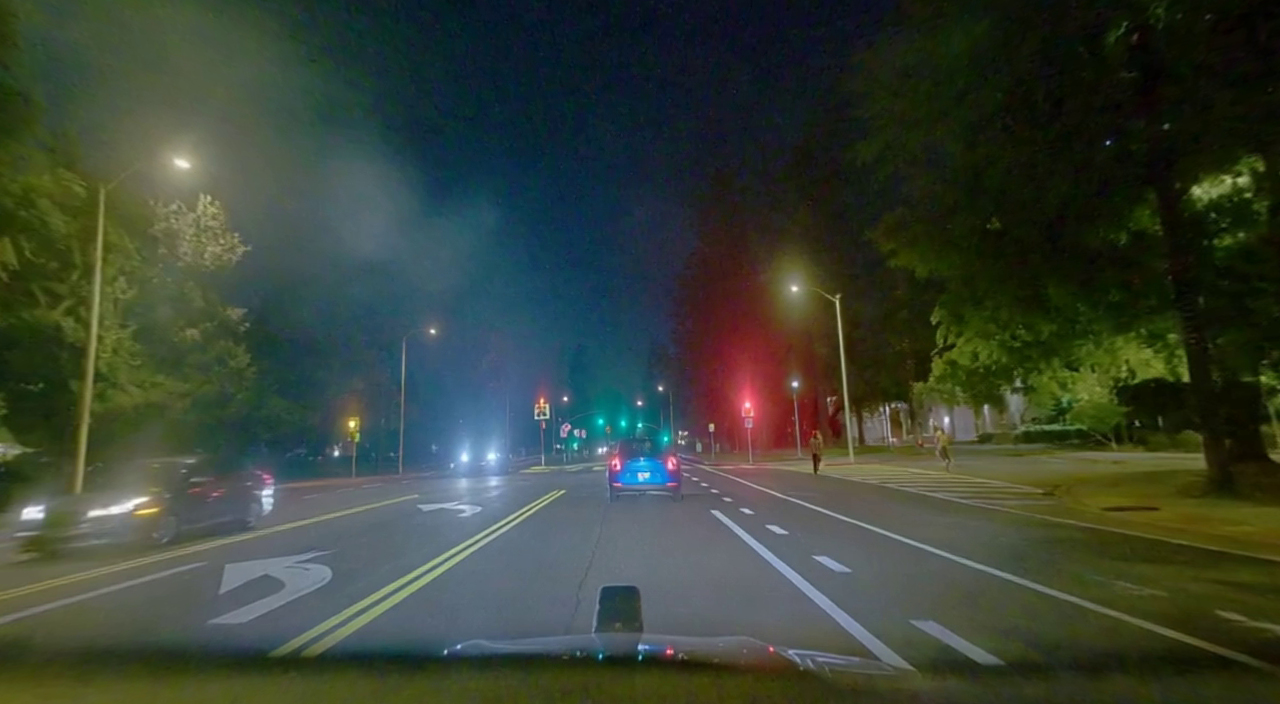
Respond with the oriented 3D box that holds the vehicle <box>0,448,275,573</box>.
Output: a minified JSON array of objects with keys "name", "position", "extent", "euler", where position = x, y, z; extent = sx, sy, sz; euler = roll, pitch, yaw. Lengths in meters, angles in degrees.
[{"name":"vehicle","position":[-8.262,2.336,10.230],"extent":[2.039,1.532,4.470],"euler":[0,-8,0]}]

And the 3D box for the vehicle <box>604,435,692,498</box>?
[{"name":"vehicle","position":[0.163,3.210,18.181],"extent":[2.221,1.570,4.398],"euler":[0,-8,-1]}]

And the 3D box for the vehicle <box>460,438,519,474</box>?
[{"name":"vehicle","position":[-8.600,5.992,36.582],"extent":[2.179,1.933,5.034],"euler":[0,-8,0]}]
